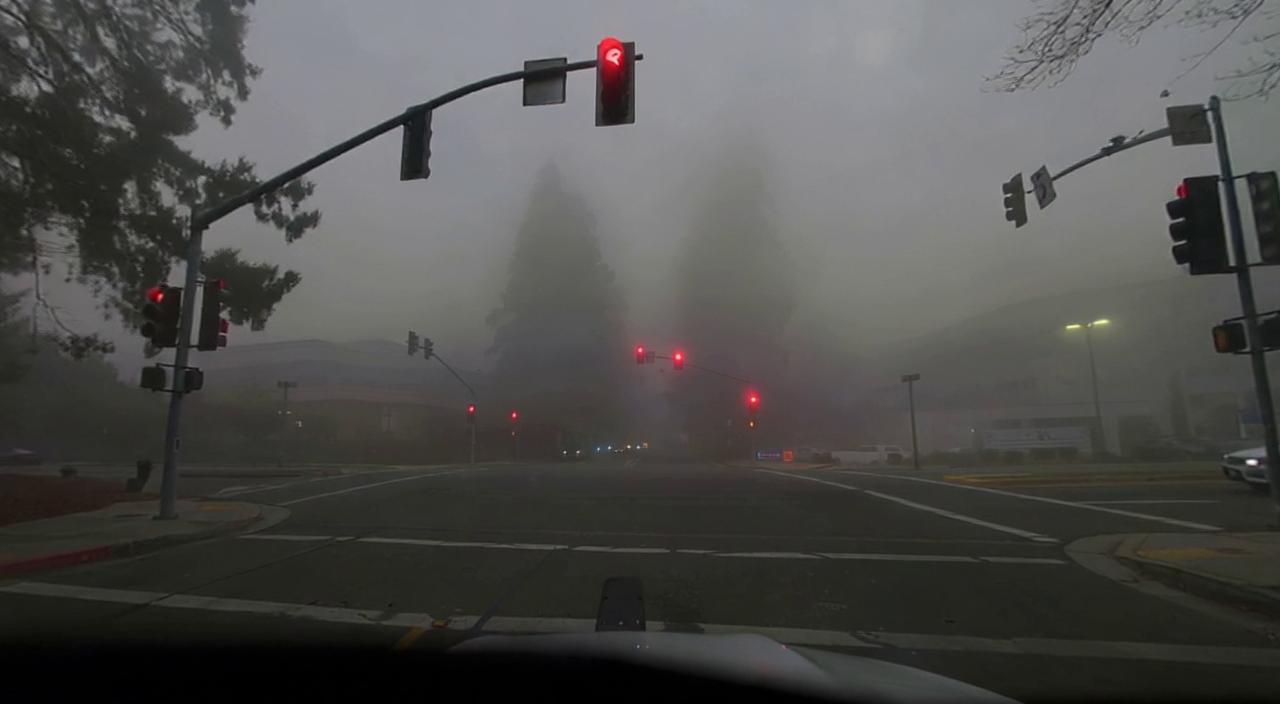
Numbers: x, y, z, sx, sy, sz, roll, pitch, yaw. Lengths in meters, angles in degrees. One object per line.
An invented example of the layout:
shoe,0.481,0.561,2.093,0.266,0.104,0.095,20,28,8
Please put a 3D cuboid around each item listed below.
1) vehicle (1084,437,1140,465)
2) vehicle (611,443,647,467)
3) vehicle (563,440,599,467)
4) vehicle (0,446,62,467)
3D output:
vehicle,27.015,5.655,36.114,2.092,1.474,4.046,-8,-11,41
vehicle,-0.803,6.830,41.992,2.056,1.492,3.937,1,-9,-6
vehicle,-4.061,7.105,44.308,2.251,1.756,4.610,0,-9,-2
vehicle,-42.199,7.094,42.973,4.628,1.414,1.897,-2,-9,14
